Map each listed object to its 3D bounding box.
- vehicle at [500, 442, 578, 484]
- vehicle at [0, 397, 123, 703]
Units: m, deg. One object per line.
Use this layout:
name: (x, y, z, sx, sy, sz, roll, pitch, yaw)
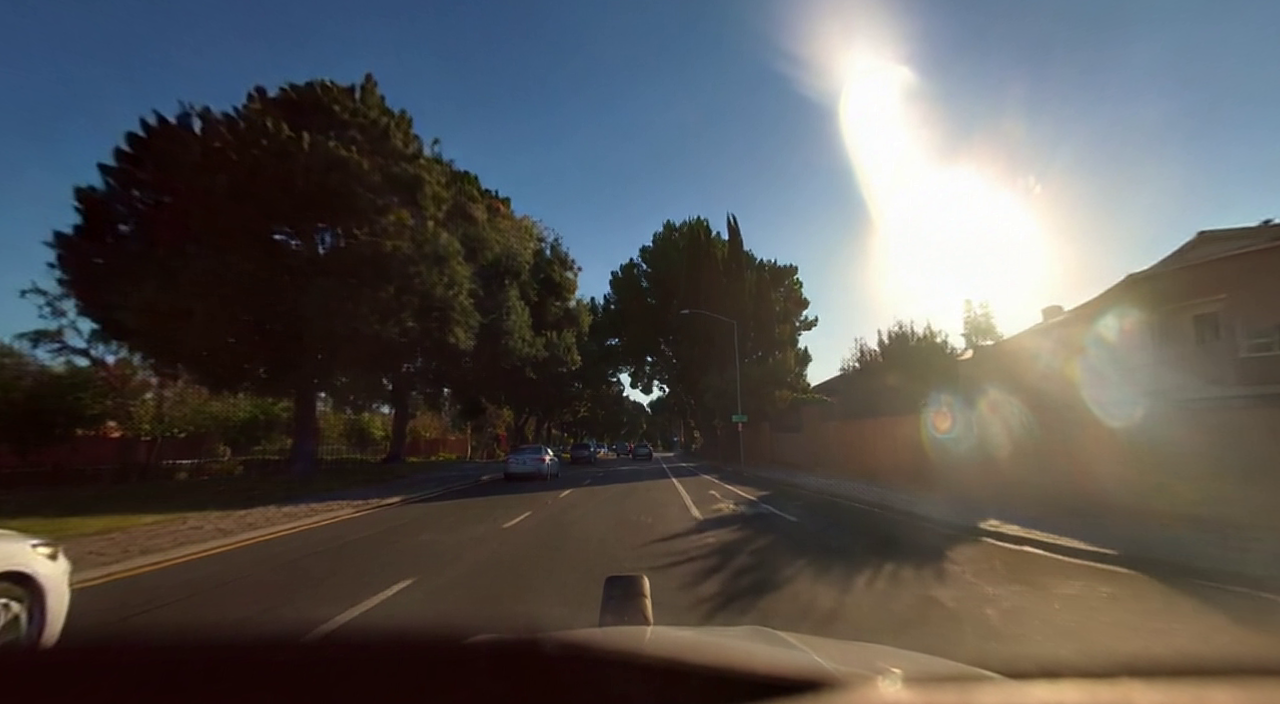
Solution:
vehicle: (-3.791, 4.275, 24.665, 2.188, 1.473, 4.651, 0, -8, 1)
vehicle: (-3.899, 0.695, 0.848, 2.190, 1.545, 4.943, 0, -8, 0)
